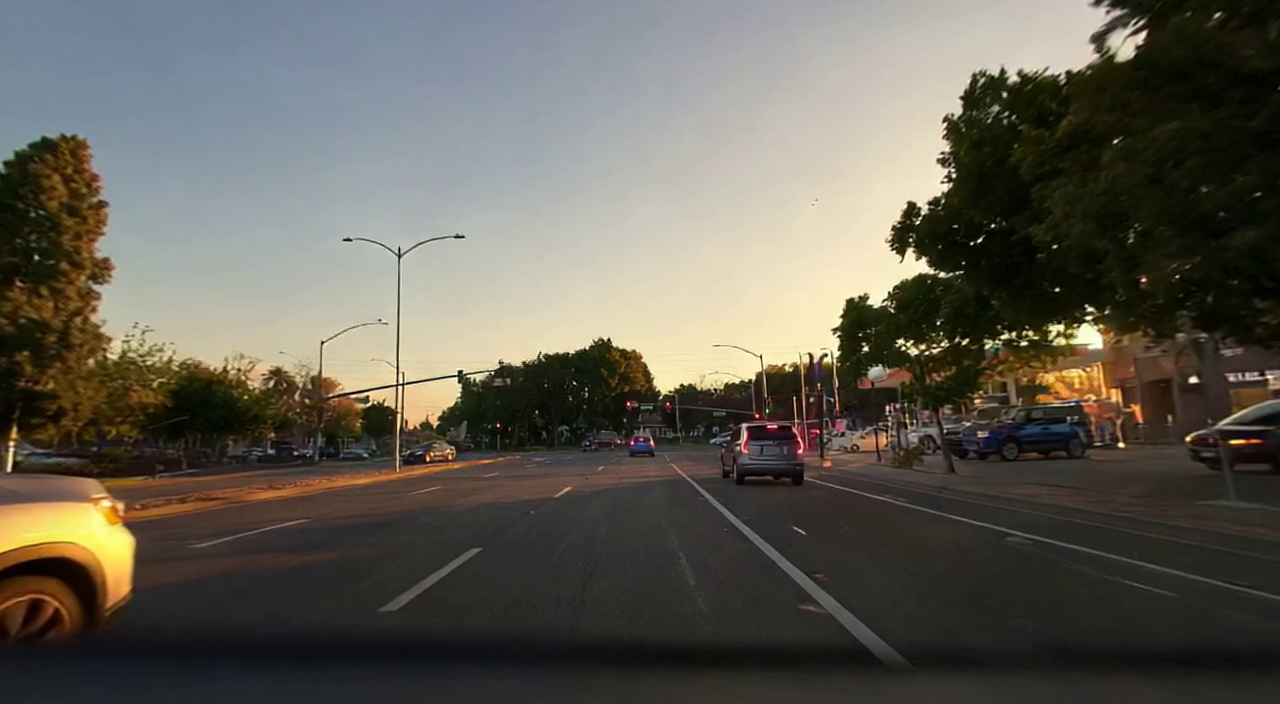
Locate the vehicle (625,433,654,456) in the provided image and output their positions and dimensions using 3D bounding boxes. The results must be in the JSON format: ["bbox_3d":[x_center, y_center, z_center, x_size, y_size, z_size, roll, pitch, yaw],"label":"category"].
[{"bbox_3d":[0.003,7.099,48.263,2.067,1.702,3.987,0,-8,1],"label":"vehicle"}]

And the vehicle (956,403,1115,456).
[{"bbox_3d":[15.783,3.129,25.376,4.864,2.023,2.132,0,-8,1],"label":"vehicle"}]

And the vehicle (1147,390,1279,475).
[{"bbox_3d":[15.677,1.906,14.806,5.717,1.809,2.161,0,-8,-3],"label":"vehicle"}]

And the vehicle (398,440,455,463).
[{"bbox_3d":[-16.442,7.689,48.792,1.883,1.623,4.588,-3,-9,16],"label":"vehicle"}]

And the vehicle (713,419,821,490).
[{"bbox_3d":[3.448,2.889,18.030,2.083,1.779,4.347,0,-8,-1],"label":"vehicle"}]

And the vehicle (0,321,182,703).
[{"bbox_3d":[-3.767,0.585,1.360,2.047,1.810,4.589,0,-8,0],"label":"vehicle"}]
